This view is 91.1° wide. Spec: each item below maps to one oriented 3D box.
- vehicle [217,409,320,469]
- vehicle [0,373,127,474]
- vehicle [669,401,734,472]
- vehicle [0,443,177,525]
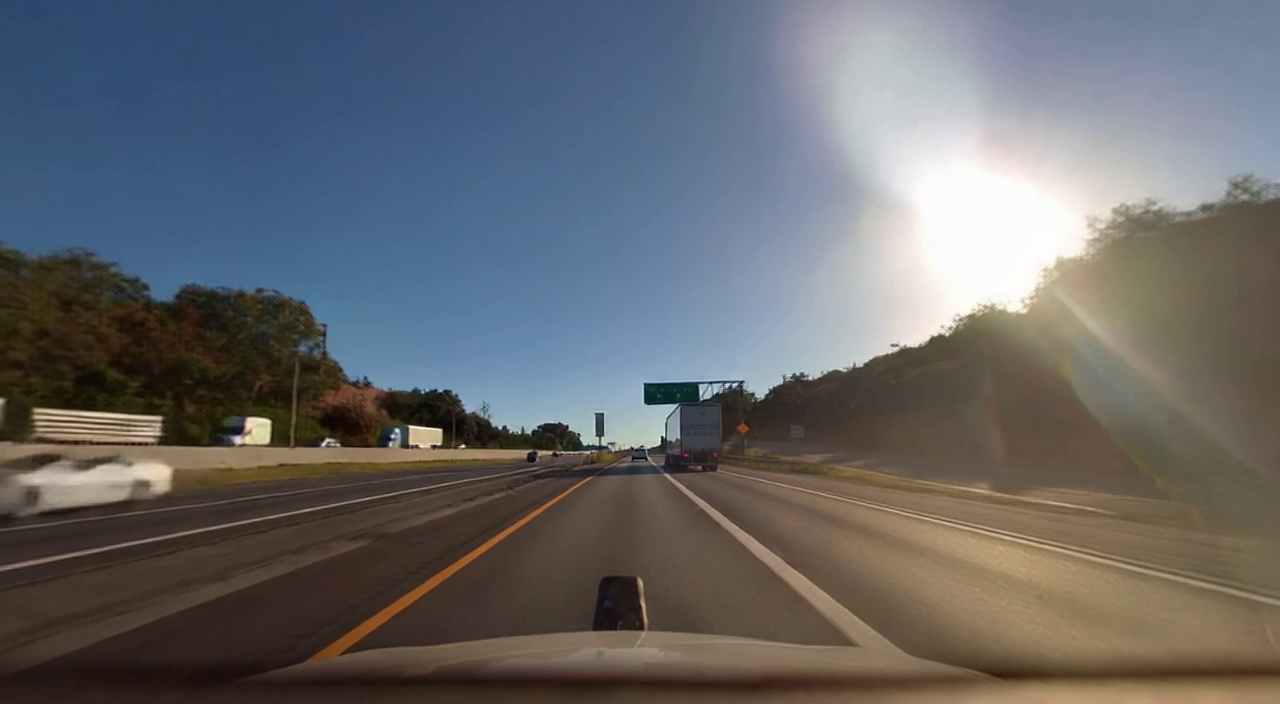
[{"bbox_3d":[-26.604,6.355,45.528,3.120,3.923,6.859,0,-9,0],"label":"vehicle"},{"bbox_3d":[-26.309,2.976,25.534,2.933,3.877,9.896,0,-9,-3],"label":"vehicle"},{"bbox_3d":[3.899,5.972,43.606,3.185,4.154,12.638,0,-9,0],"label":"vehicle"},{"bbox_3d":[-13.375,2.906,14.419,2.101,1.571,4.375,0,-9,0],"label":"vehicle"}]
